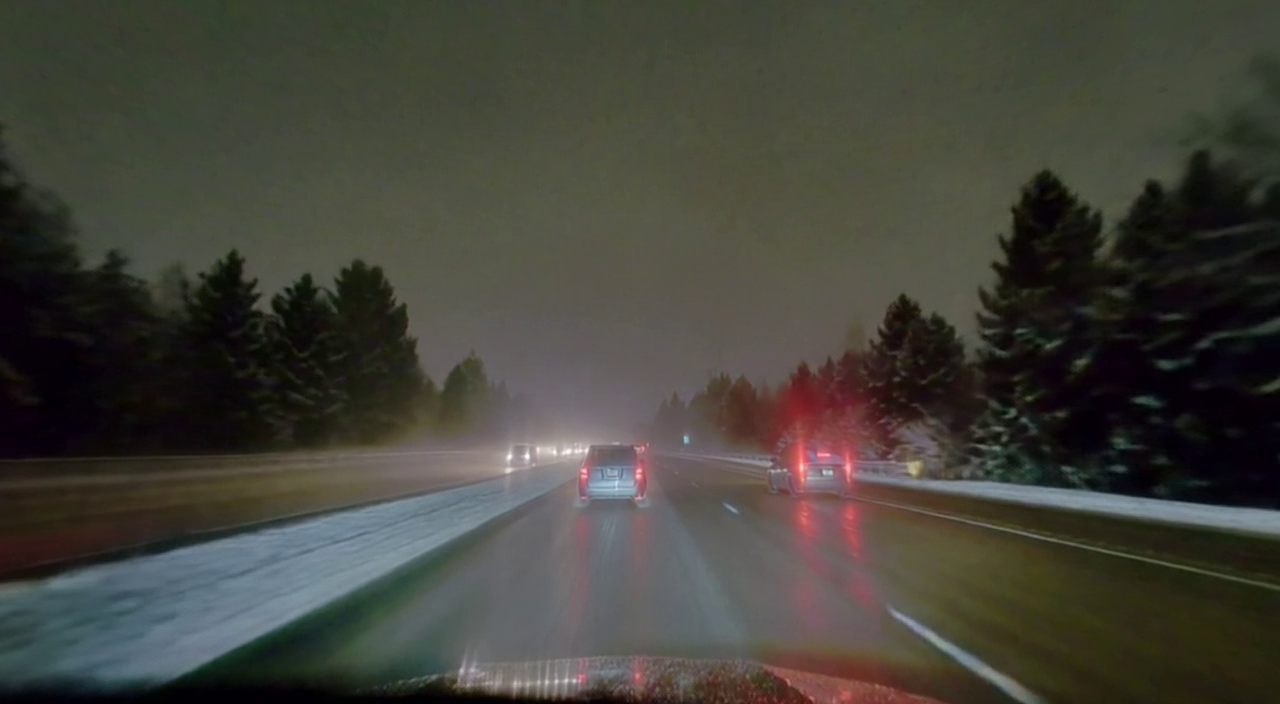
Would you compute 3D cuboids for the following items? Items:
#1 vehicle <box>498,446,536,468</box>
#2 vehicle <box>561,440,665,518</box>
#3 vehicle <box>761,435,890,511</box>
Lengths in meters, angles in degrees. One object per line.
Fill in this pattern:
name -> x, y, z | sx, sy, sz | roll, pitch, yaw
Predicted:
vehicle -> -9.046, 7.745, 46.440 | 1.927, 1.496, 4.600 | 0, -9, 0
vehicle -> -0.528, 2.796, 14.271 | 2.013, 1.479, 4.169 | 0, -9, 0
vehicle -> 4.254, 2.836, 15.053 | 1.910, 1.554, 3.718 | 0, -9, 0
